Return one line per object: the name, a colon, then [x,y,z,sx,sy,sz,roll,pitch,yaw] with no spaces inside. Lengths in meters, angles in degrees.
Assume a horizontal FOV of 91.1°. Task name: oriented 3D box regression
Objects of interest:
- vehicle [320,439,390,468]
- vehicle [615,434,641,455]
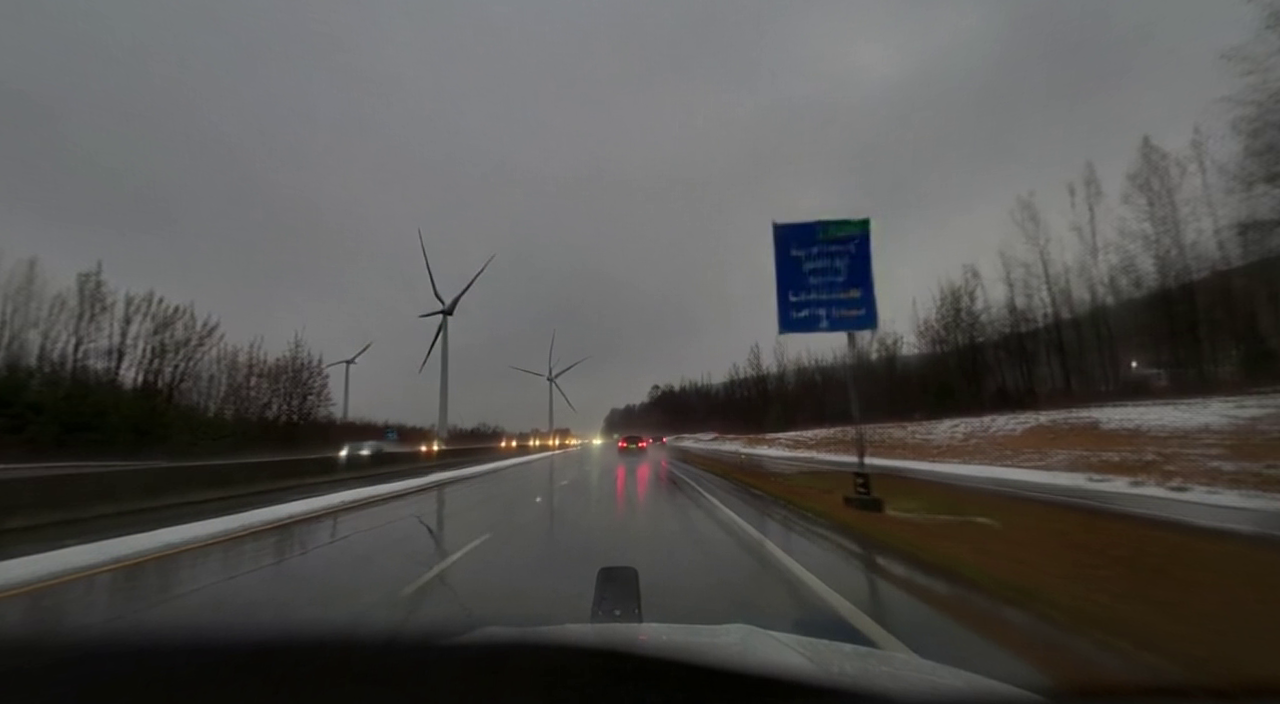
vehicle: [-16.580,5.891,36.861,1.917,1.534,4.822,0,-8,0]
vehicle: [-0.916,6.945,47.325,1.892,1.496,3.575,0,-8,-2]
